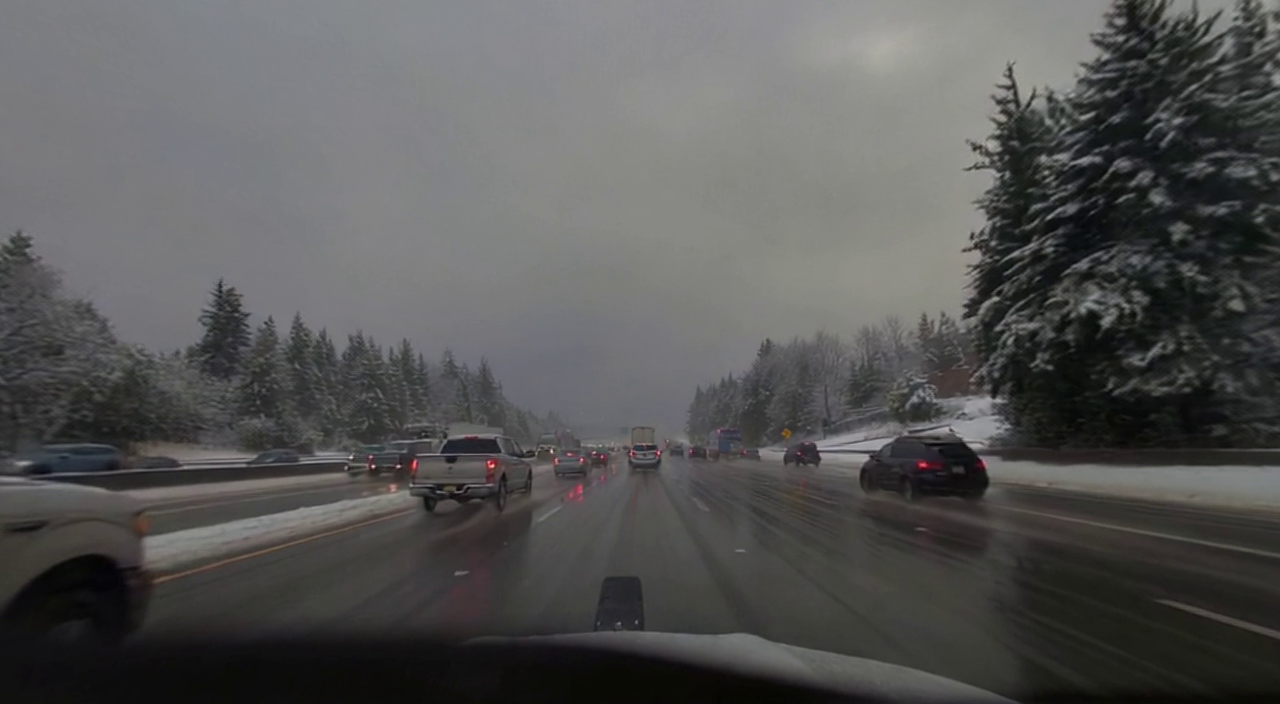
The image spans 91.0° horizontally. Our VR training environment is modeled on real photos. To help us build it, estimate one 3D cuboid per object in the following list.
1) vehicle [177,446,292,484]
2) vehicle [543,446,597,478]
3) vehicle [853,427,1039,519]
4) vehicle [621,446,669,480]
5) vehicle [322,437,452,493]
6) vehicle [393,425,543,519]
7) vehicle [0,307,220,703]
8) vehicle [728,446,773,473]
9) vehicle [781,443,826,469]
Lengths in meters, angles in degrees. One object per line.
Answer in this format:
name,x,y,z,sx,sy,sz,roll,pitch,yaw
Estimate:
vehicle,-17.949,4.987,28.161,1.728,1.537,4.734,-1,-9,4
vehicle,-3.329,5.330,30.708,2.025,1.449,4.190,0,-9,1
vehicle,6.614,2.659,14.302,1.992,1.745,4.329,0,-9,0
vehicle,0.232,5.009,28.660,2.053,1.461,3.941,0,-9,1
vehicle,-8.914,4.039,22.911,2.322,1.743,5.624,0,-9,1
vehicle,-3.555,2.586,14.030,2.012,1.734,4.510,0,-9,1
vehicle,-3.472,0.555,1.022,2.234,1.809,4.768,0,-9,0
vehicle,6.446,6.295,37.128,1.895,1.488,4.254,0,-9,0
vehicle,11.233,7.204,43.604,1.988,1.676,4.262,0,-9,1
